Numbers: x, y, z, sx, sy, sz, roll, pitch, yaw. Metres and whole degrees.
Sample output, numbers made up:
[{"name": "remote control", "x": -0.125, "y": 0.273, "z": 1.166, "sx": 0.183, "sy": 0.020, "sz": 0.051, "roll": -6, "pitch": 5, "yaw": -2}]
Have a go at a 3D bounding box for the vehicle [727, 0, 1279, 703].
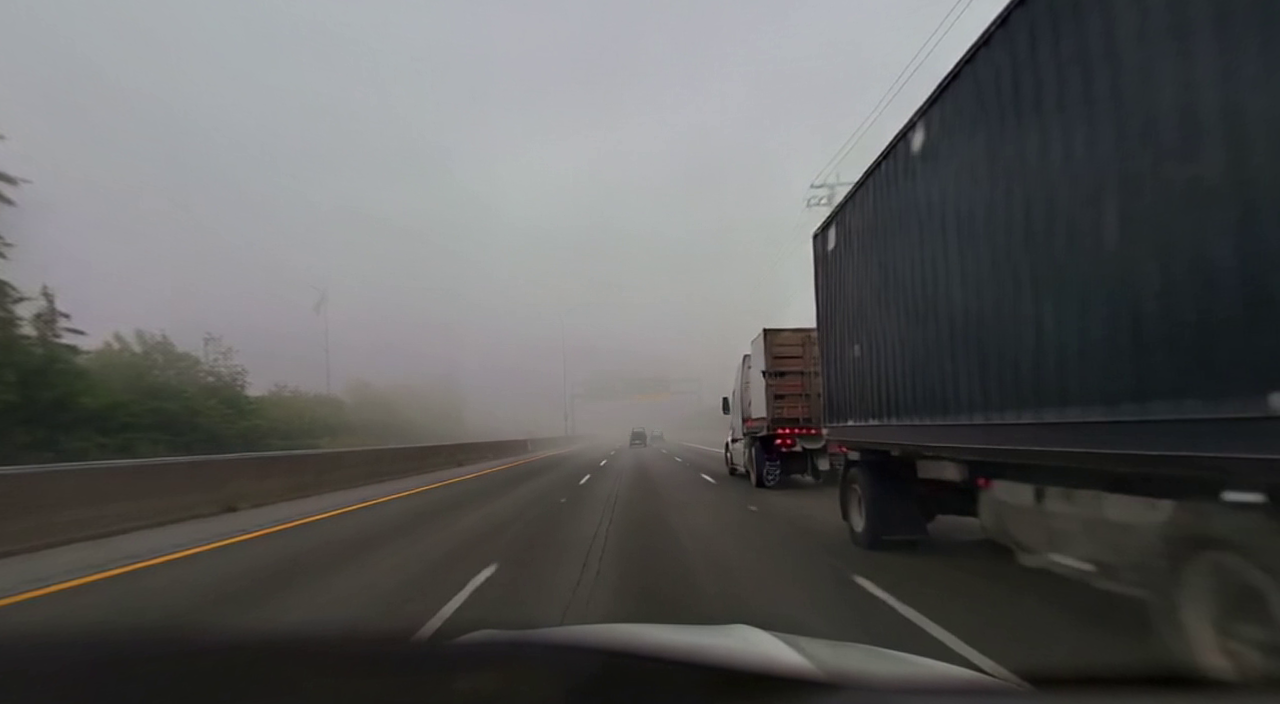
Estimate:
[{"name": "vehicle", "x": 3.676, "y": 0.252, "z": 7.839, "sx": 2.944, "sy": 3.973, "sz": 13.227, "roll": 0, "pitch": -8, "yaw": -1}]
